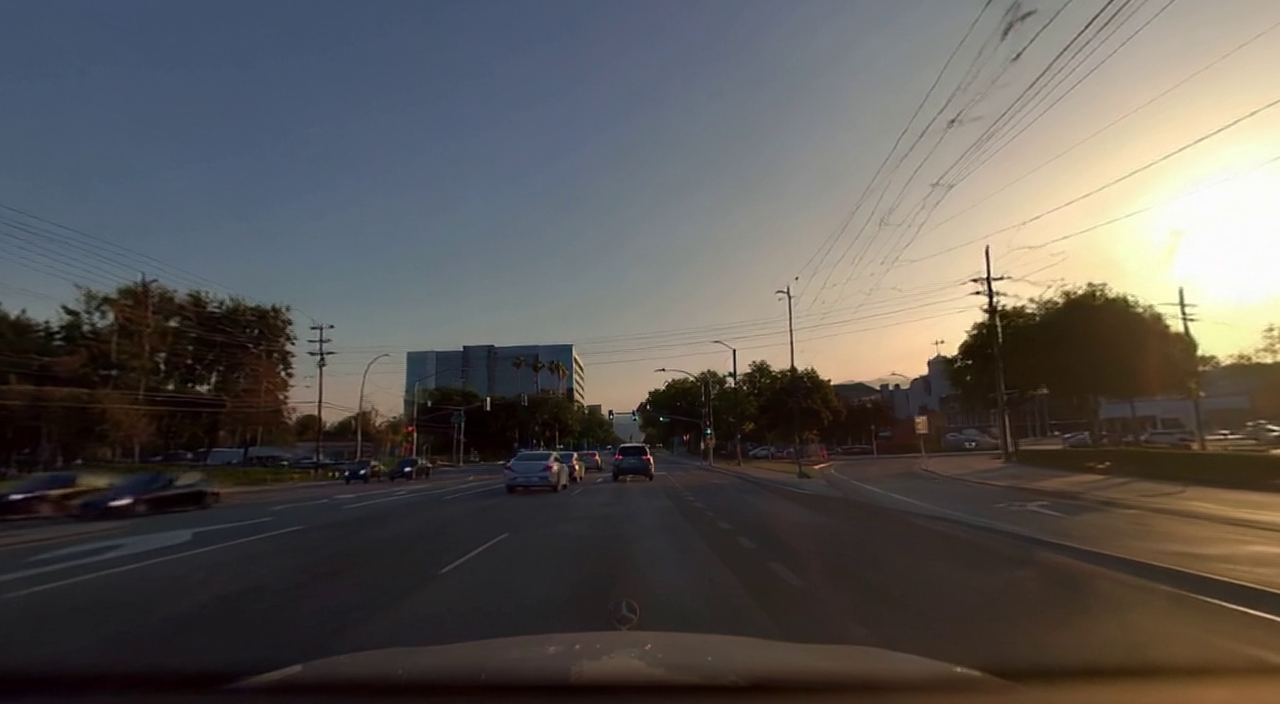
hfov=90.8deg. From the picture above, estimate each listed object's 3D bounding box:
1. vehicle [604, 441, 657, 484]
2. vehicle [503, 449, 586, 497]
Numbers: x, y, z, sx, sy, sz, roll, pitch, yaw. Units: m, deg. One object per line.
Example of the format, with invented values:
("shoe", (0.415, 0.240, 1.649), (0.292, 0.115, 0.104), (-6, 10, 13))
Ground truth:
("vehicle", (-0.383, 5.130, 29.540), (2.276, 1.850, 3.897), (0, -8, 1))
("vehicle", (-3.133, 4.073, 21.719), (2.064, 1.464, 4.373), (0, -8, 2))
